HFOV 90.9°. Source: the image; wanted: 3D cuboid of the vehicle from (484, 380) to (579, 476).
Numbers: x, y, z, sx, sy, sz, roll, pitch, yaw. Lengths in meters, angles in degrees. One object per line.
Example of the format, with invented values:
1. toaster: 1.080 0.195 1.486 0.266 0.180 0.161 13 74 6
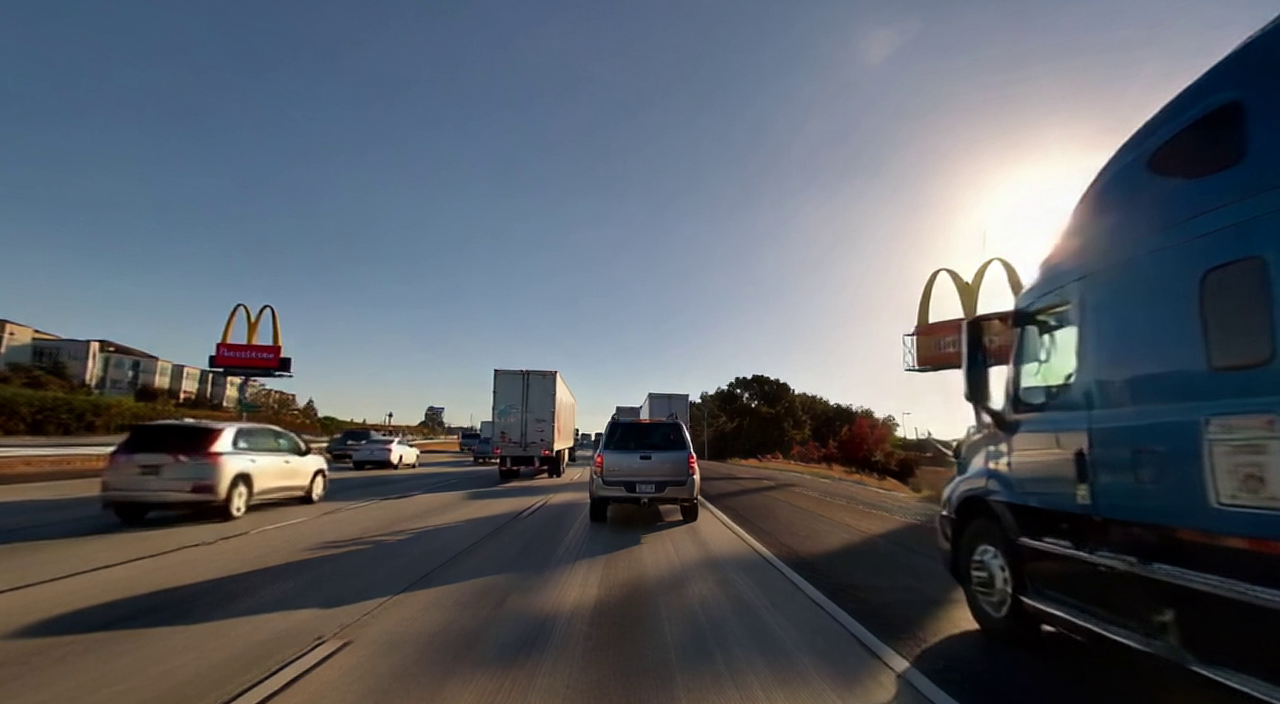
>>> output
1. vehicle: -4.379 3.407 27.370 2.814 3.513 8.529 0 -9 -2

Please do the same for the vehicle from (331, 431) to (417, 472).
1. vehicle: -11.893 4.491 28.574 1.915 1.710 4.670 0 -9 -1

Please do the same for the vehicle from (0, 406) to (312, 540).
1. vehicle: -7.447 1.904 10.400 1.854 1.740 4.151 0 -9 -1

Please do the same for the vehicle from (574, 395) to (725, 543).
1. vehicle: 0.072 1.824 10.264 1.947 1.910 4.040 0 -9 -2
